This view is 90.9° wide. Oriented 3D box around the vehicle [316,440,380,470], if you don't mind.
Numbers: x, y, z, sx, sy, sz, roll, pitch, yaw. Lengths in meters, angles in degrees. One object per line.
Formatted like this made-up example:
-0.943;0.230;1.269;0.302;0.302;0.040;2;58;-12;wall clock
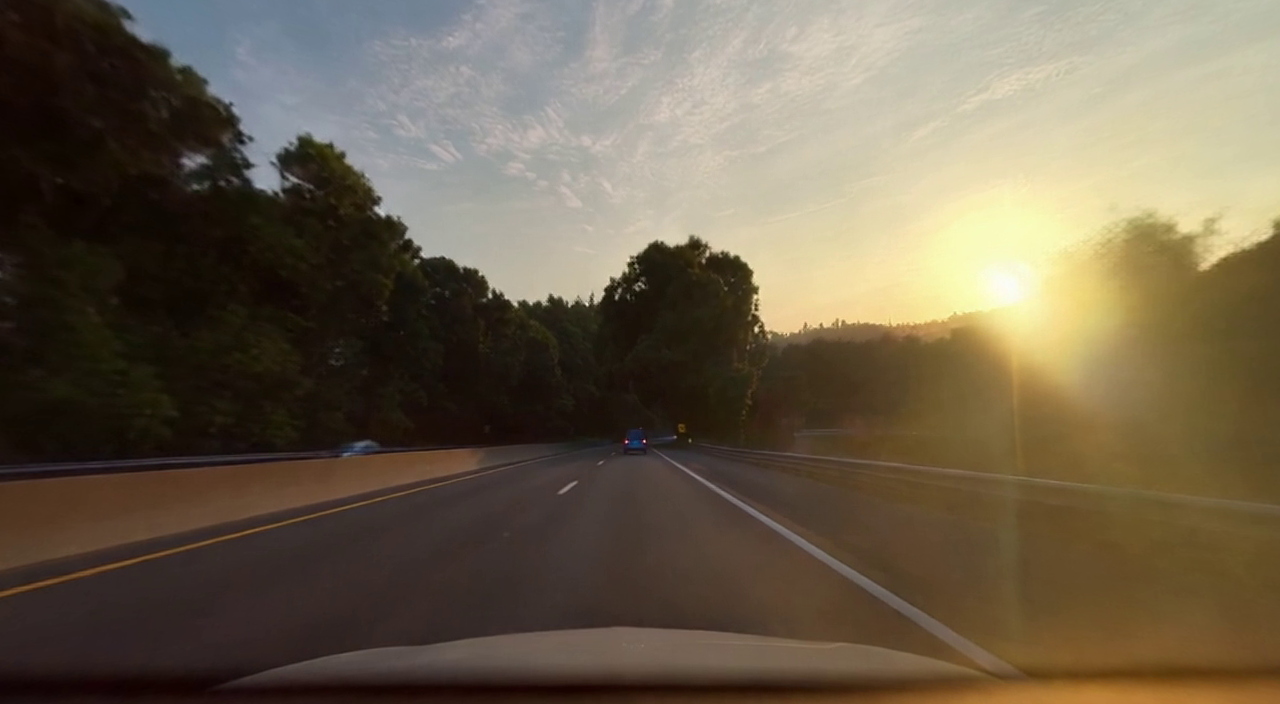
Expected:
-16.045;5.645;34.805;1.705;1.578;3.793;0;-8;0;vehicle
